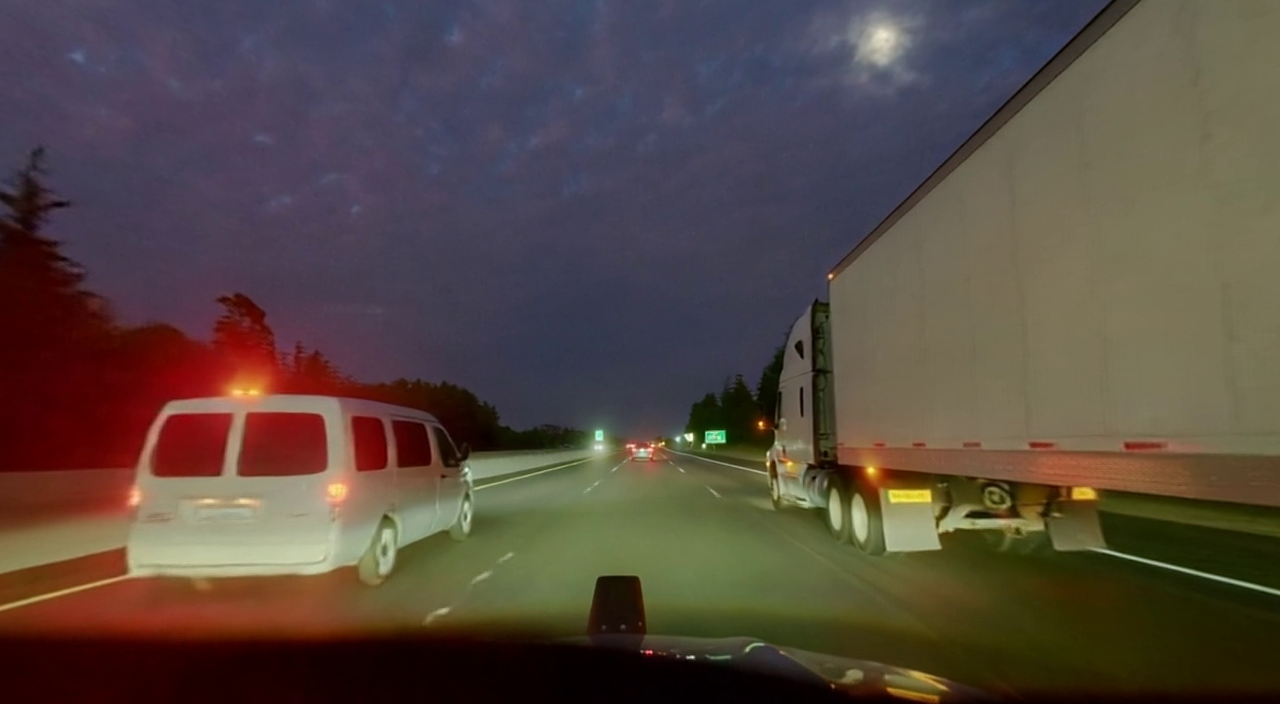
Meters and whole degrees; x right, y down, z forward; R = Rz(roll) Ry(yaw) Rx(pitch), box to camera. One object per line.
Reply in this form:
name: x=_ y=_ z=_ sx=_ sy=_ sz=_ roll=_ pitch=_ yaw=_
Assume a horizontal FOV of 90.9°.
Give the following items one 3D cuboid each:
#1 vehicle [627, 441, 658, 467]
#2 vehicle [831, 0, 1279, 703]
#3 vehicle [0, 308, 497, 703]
vehicle: x=0.169 y=7.087 z=43.948 sx=2.067 sy=1.690 sz=3.901 roll=0 pitch=-9 yaw=0
vehicle: x=4.277 y=-0.418 z=1.973 sx=3.011 sy=4.028 sz=13.890 roll=0 pitch=-9 yaw=0
vehicle: x=-3.289 y=1.179 z=5.861 sx=2.572 sy=1.927 sz=5.803 roll=0 pitch=-9 yaw=0
